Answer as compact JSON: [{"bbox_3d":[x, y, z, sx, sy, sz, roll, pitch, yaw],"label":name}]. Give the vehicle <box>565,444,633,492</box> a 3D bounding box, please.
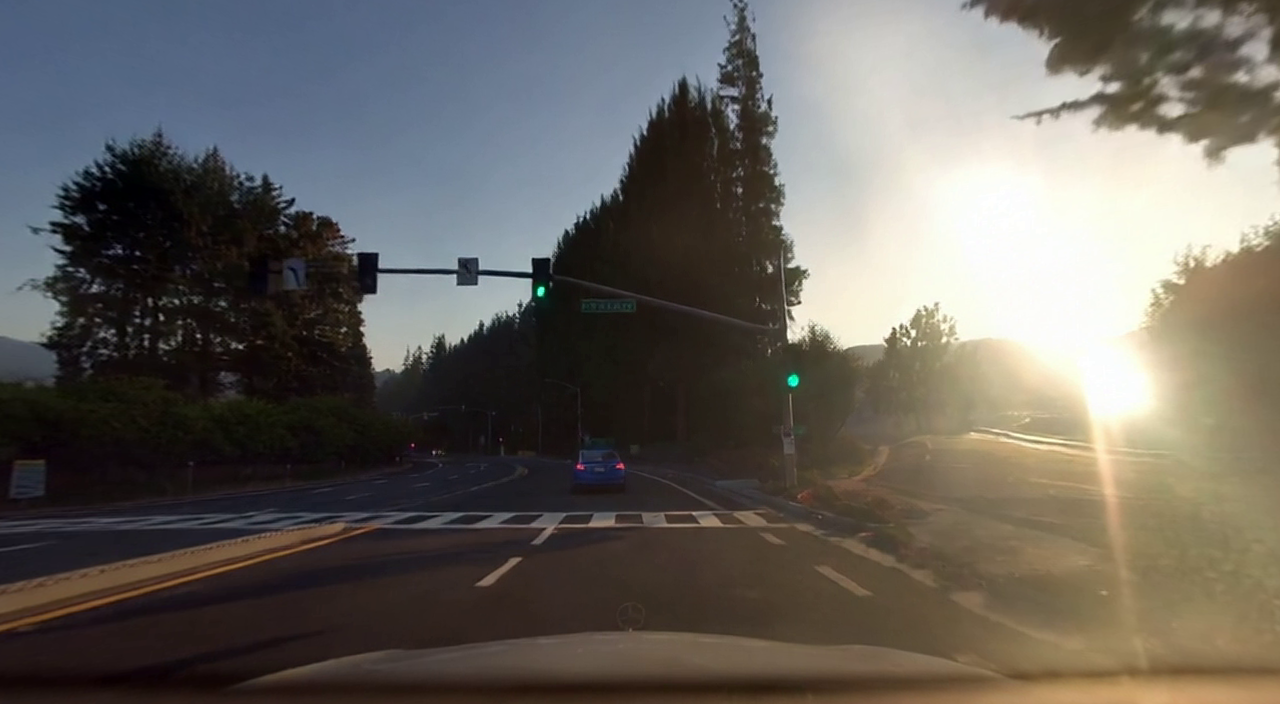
[{"bbox_3d":[-1.568,4.070,22.549,2.148,1.521,4.089,1,-9,-8],"label":"vehicle"}]
